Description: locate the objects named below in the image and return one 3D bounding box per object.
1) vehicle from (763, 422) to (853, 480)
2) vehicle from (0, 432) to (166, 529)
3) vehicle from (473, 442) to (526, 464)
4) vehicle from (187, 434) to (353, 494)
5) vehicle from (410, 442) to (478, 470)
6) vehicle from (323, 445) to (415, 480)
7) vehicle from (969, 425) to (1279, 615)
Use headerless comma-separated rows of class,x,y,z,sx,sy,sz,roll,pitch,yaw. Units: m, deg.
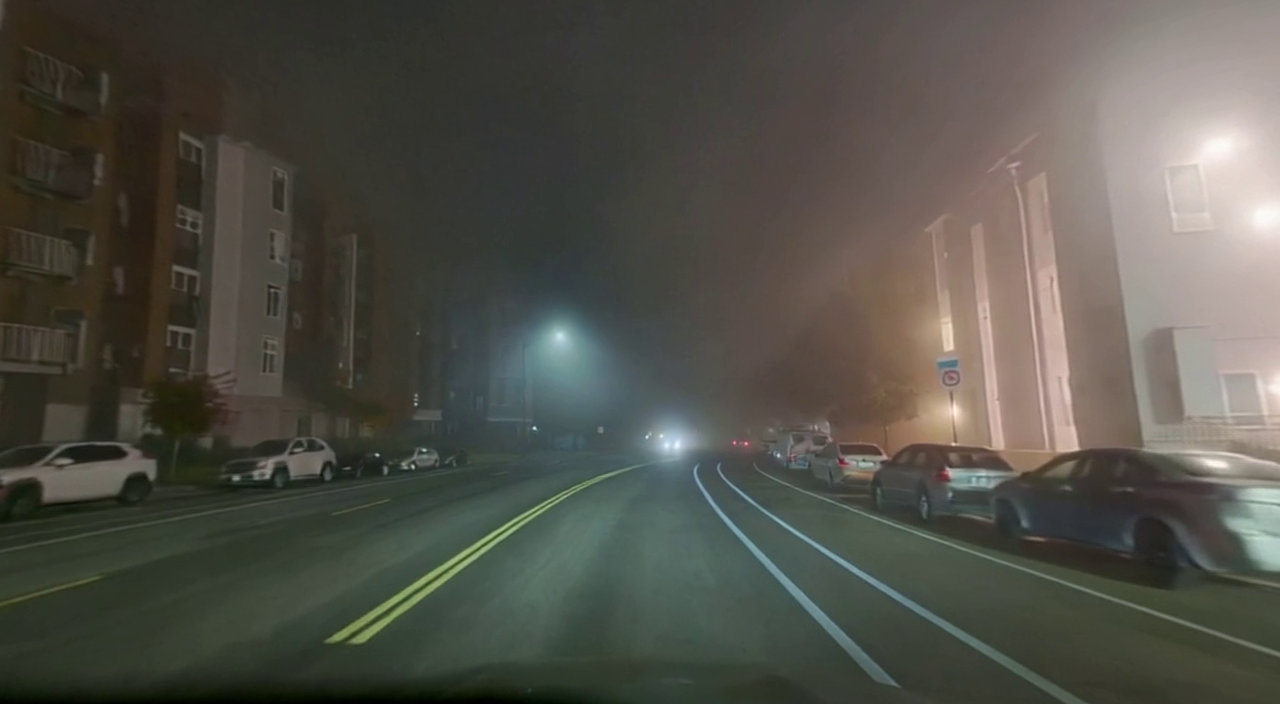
vehicle,6.222,3.749,24.194,2.382,1.938,5.570,-1,-8,5
vehicle,-13.260,2.736,13.996,2.001,1.836,4.471,0,-8,-1
vehicle,-9.927,7.138,44.915,1.876,1.465,4.681,-2,-8,12
vehicle,-13.025,3.960,22.879,2.137,1.835,5.833,-1,-8,4
vehicle,-11.316,6.021,36.804,1.873,1.467,4.644,-1,-8,9
vehicle,-12.368,5.034,29.248,1.829,1.449,4.713,-1,-8,5
vehicle,5.978,1.664,7.324,1.947,1.487,4.549,0,-8,1
